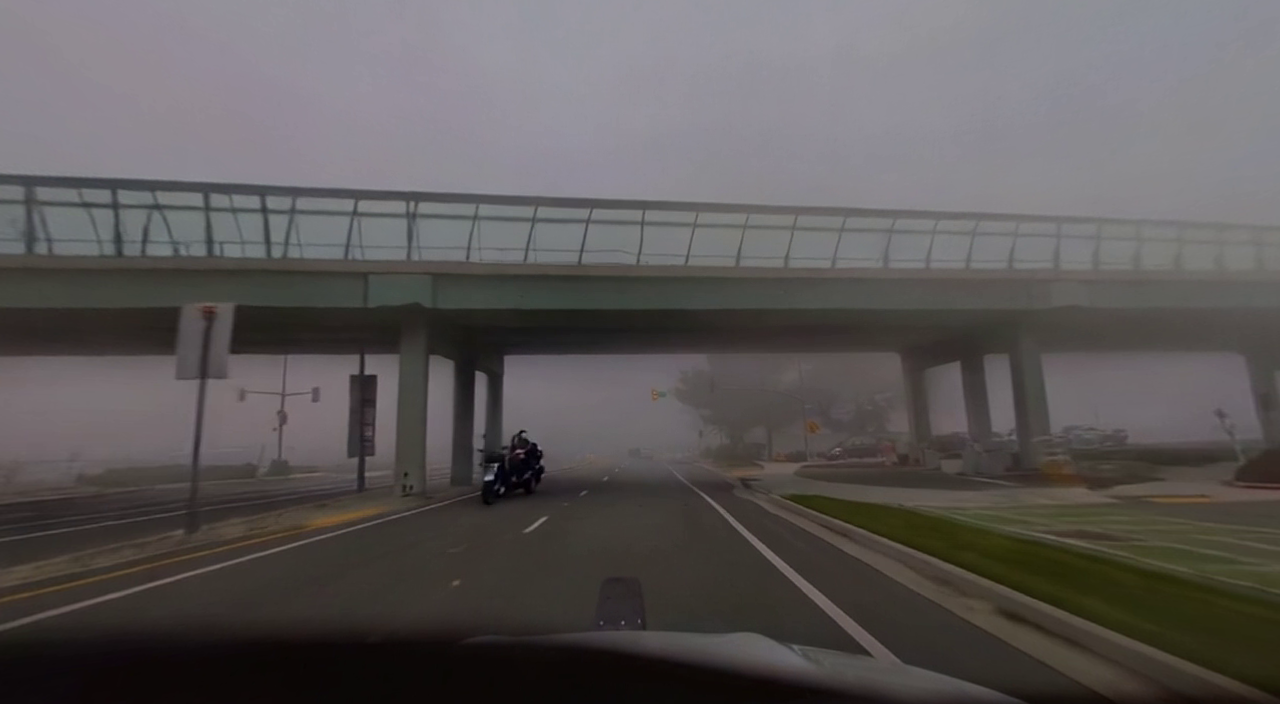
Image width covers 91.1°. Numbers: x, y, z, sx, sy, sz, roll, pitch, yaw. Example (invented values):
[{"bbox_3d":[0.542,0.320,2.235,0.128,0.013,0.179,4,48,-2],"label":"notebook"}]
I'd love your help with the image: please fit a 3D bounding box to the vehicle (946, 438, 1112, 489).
[{"bbox_3d":[14.459,4.076,23.629,2.078,1.523,4.760,2,-7,-34],"label":"vehicle"}]
